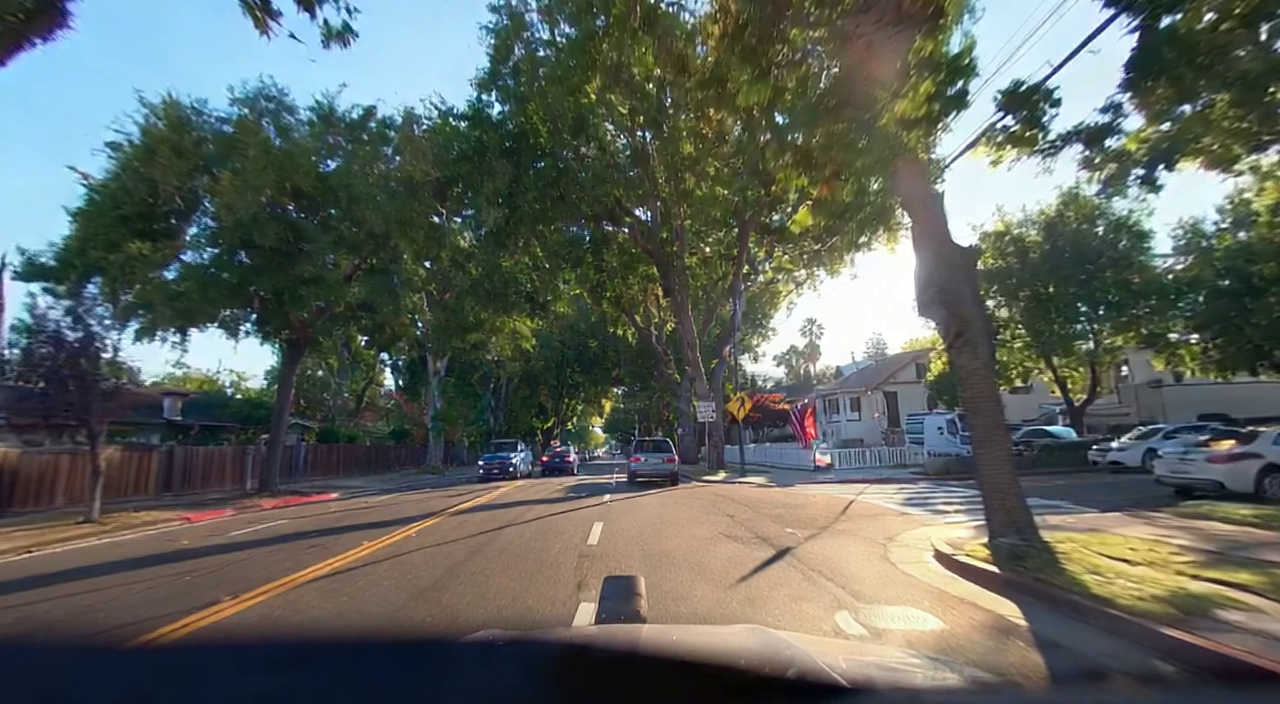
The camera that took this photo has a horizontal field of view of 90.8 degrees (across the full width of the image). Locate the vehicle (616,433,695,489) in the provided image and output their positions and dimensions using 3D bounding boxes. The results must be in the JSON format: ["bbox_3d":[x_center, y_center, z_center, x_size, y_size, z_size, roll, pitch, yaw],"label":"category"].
[{"bbox_3d":[0.383,3.689,21.642,2.258,1.682,4.635,0,-9,-4],"label":"vehicle"}]

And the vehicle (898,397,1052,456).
[{"bbox_3d":[15.948,3.656,30.293,6.115,2.590,2.371,-6,-10,35],"label":"vehicle"}]

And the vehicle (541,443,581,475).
[{"bbox_3d":[-4.007,5.470,32.445,1.919,1.501,4.509,1,-9,-6],"label":"vehicle"}]

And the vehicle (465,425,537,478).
[{"bbox_3d":[-7.819,5.738,36.586,2.920,2.707,7.670,0,-9,-4],"label":"vehicle"}]

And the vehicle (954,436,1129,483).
[{"bbox_3d":[12.974,3.472,20.599,4.462,1.427,1.886,0,-9,-5],"label":"vehicle"}]

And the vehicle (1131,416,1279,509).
[{"bbox_3d":[12.578,2.066,12.078,4.708,1.603,1.919,0,-9,0],"label":"vehicle"}]
